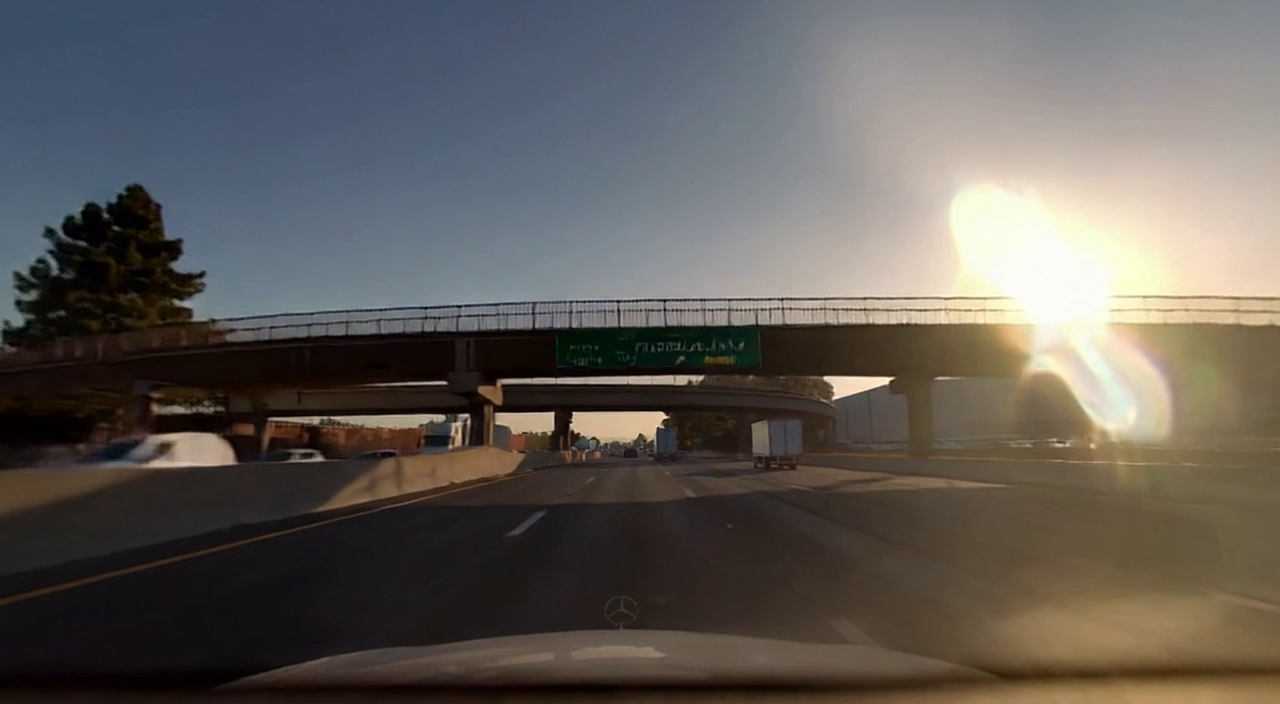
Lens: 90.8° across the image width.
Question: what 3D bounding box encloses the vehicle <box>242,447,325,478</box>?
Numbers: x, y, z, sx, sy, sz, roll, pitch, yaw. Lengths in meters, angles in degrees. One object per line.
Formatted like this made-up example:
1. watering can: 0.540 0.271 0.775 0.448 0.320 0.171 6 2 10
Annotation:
1. vehicle: -17.675 5.456 31.542 1.853 1.432 3.924 0 -9 -1

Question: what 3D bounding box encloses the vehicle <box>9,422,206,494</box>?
1. vehicle: -13.767 2.775 16.678 1.807 1.667 3.770 0 -9 1

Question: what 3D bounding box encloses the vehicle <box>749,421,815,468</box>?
1. vehicle: 10.785 7.192 48.986 2.912 3.293 9.588 0 -9 0
